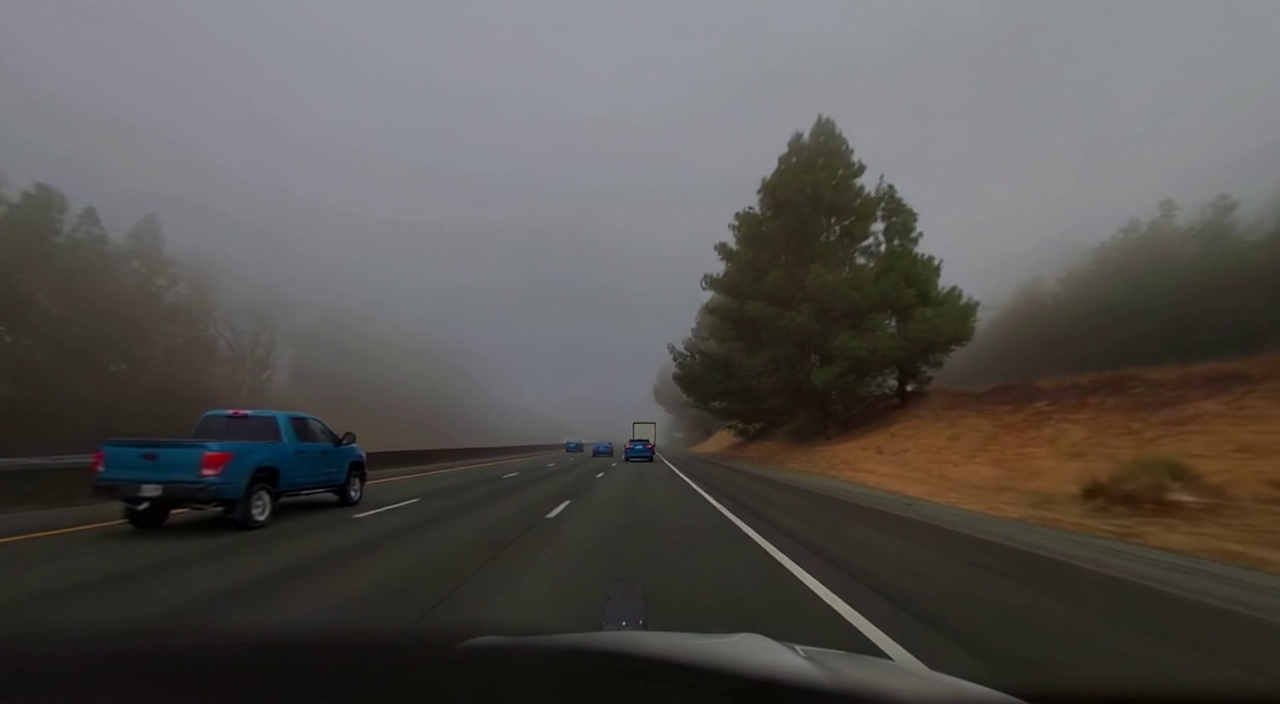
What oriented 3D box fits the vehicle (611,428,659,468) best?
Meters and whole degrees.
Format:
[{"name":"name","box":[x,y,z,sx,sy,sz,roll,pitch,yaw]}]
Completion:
[{"name":"vehicle","box":[-0.234,4.997,32.849,2.309,1.915,5.130,0,-8,0]}]

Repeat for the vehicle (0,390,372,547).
[{"name":"vehicle","box":[-6.997,1.877,10.819,2.323,1.947,5.672,0,-8,0]}]
